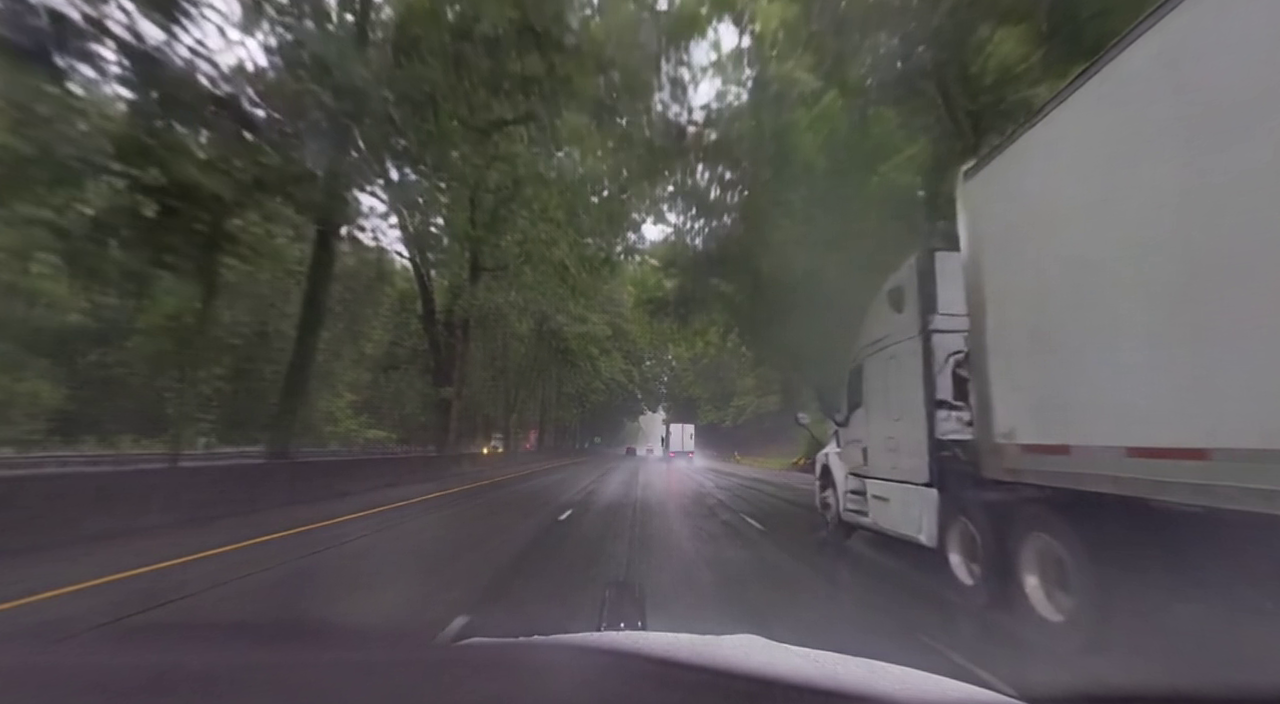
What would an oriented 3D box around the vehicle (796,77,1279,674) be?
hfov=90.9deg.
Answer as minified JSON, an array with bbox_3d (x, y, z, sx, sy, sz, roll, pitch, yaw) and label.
[{"bbox_3d":[4.066,0.468,7.020,3.034,3.898,5.902,0,-9,0],"label":"vehicle"}]
